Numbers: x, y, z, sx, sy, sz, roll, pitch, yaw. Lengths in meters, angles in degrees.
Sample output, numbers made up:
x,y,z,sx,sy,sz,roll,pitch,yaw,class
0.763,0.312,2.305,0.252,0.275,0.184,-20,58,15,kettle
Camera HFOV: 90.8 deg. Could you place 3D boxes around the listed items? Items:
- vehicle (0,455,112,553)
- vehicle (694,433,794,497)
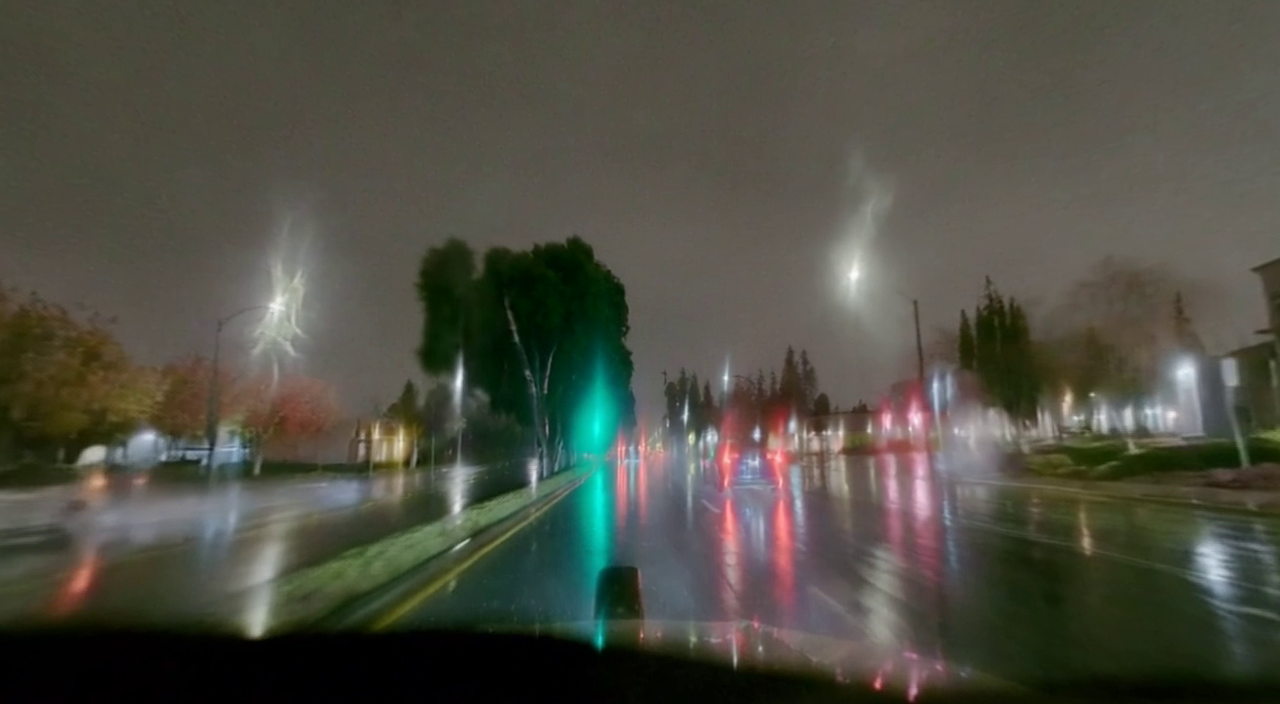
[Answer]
x,y,z,sx,sy,sz,roll,pitch,yaw,class
-12.226,2.703,11.174,1.943,1.672,4.368,0,-9,1,vehicle
2.874,3.260,18.635,1.995,1.616,4.729,0,-9,-2,vehicle
